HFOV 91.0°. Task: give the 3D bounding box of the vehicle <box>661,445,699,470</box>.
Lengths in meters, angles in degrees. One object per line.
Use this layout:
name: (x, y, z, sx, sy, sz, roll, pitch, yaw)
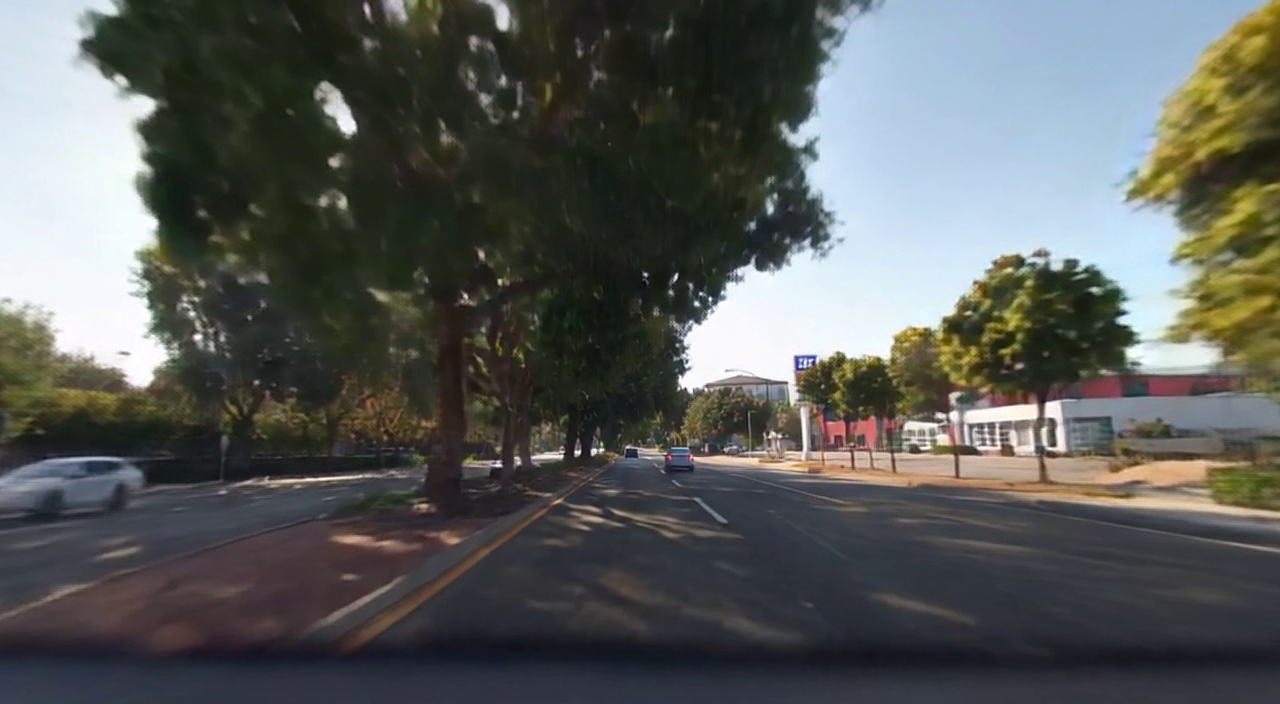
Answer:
vehicle: (2.502, 6.787, 40.624, 2.015, 1.479, 4.444, 0, -9, -2)
